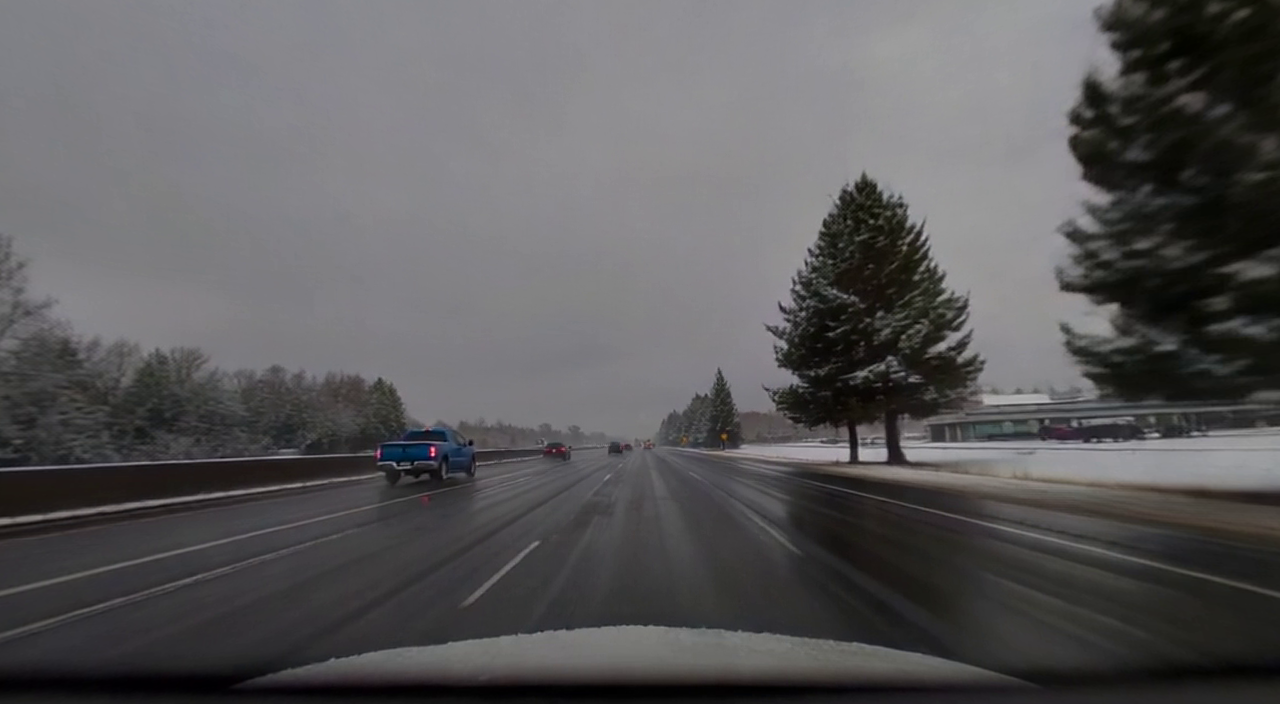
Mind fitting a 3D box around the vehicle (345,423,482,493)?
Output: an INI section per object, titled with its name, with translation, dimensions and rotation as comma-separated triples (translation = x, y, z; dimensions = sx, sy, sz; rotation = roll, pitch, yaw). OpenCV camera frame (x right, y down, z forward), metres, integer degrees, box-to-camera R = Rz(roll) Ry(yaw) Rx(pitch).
[vehicle]
translation = -7.015, 3.359, 20.444
dimensions = 2.156, 1.911, 5.956
rotation = 0, -8, 1
